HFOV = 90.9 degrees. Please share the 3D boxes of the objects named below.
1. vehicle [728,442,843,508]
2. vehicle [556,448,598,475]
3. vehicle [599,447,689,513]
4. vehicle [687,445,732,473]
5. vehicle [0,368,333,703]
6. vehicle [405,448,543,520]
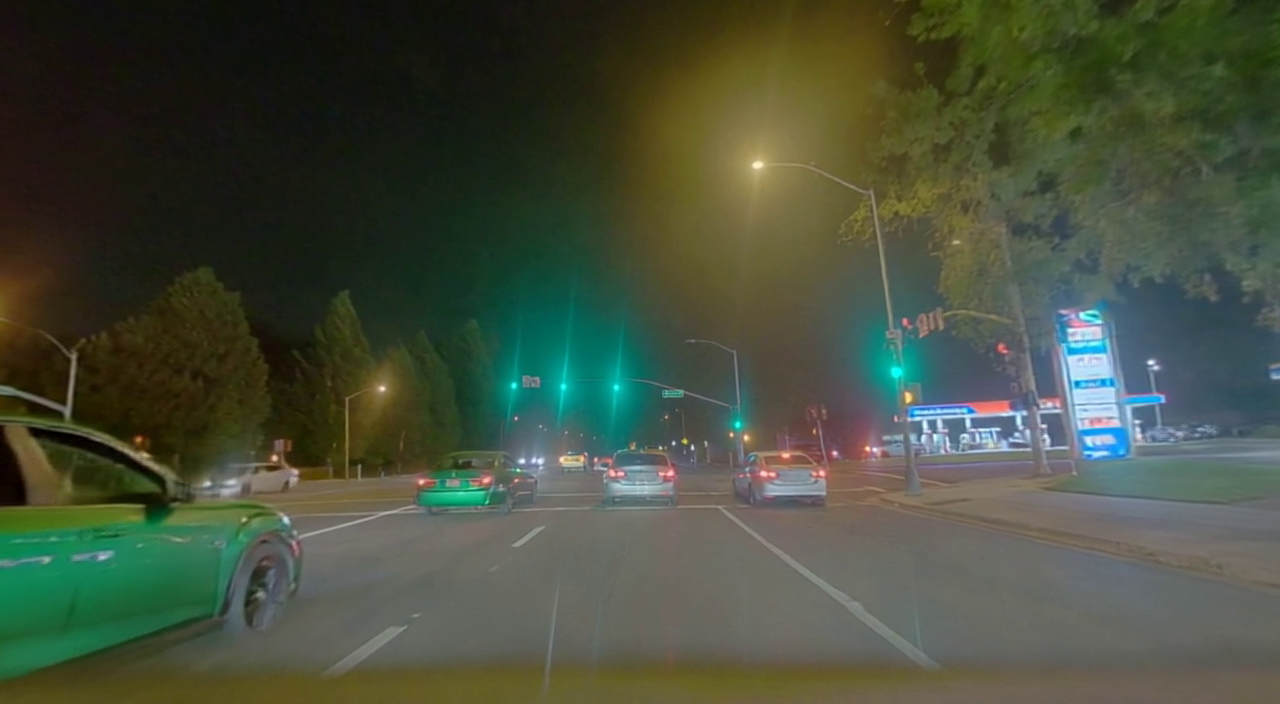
[{"bbox_3d":[3.664,3.172,16.779,1.920,1.479,4.548,0,-9,-1],"label":"vehicle"},{"bbox_3d":[-3.645,6.465,37.438,1.896,1.501,4.390,0,-9,2],"label":"vehicle"},{"bbox_3d":[0.061,3.142,16.020,1.994,1.433,3.894,0,-9,-1],"label":"vehicle"},{"bbox_3d":[3.833,5.974,35.473,1.942,1.482,4.623,0,-9,-1],"label":"vehicle"},{"bbox_3d":[-3.661,0.970,2.919,2.023,1.687,4.874,0,-9,0],"label":"vehicle"},{"bbox_3d":[-3.732,3.038,15.137,1.995,1.436,4.500,0,-9,2],"label":"vehicle"}]
